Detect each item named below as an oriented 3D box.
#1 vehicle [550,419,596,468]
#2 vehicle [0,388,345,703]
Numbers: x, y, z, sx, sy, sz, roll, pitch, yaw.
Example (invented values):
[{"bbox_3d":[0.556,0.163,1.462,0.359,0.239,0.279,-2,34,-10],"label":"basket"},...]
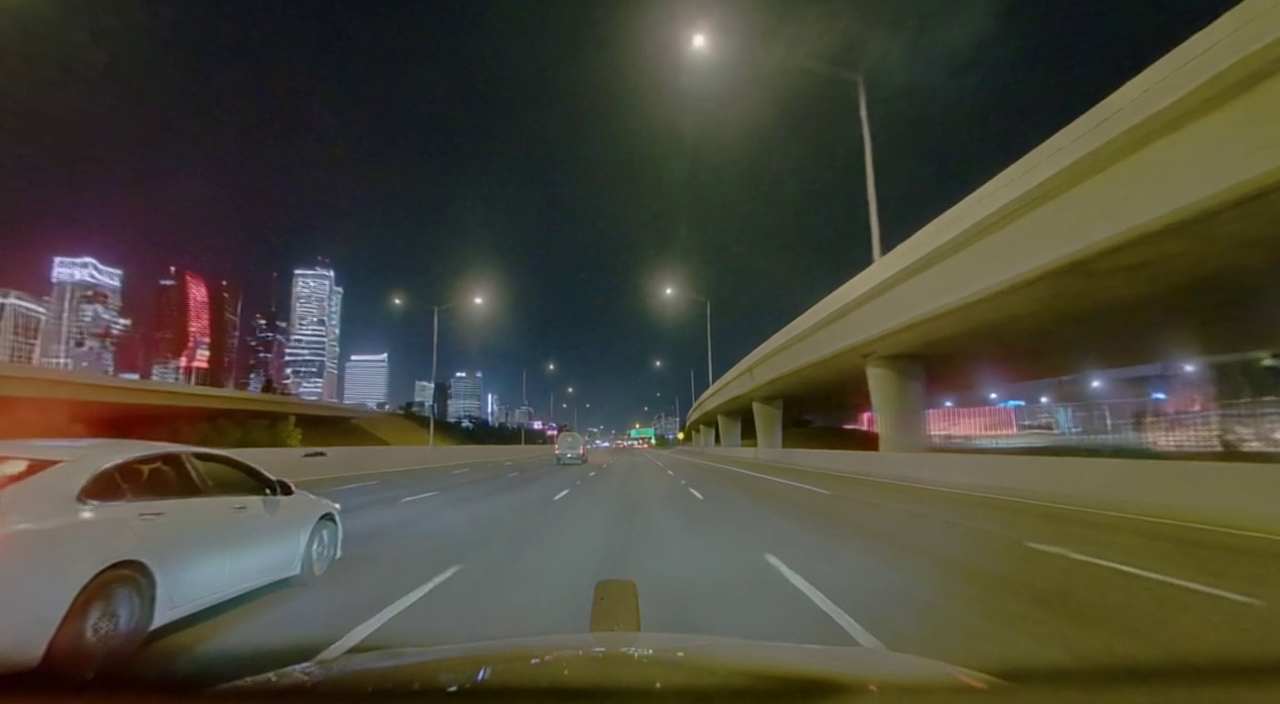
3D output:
[{"bbox_3d":[-4.301,6.066,41.721,2.364,2.953,6.732,0,-8,-1],"label":"vehicle"},{"bbox_3d":[-3.828,1.066,3.607,2.025,1.556,4.594,0,-8,0],"label":"vehicle"}]
